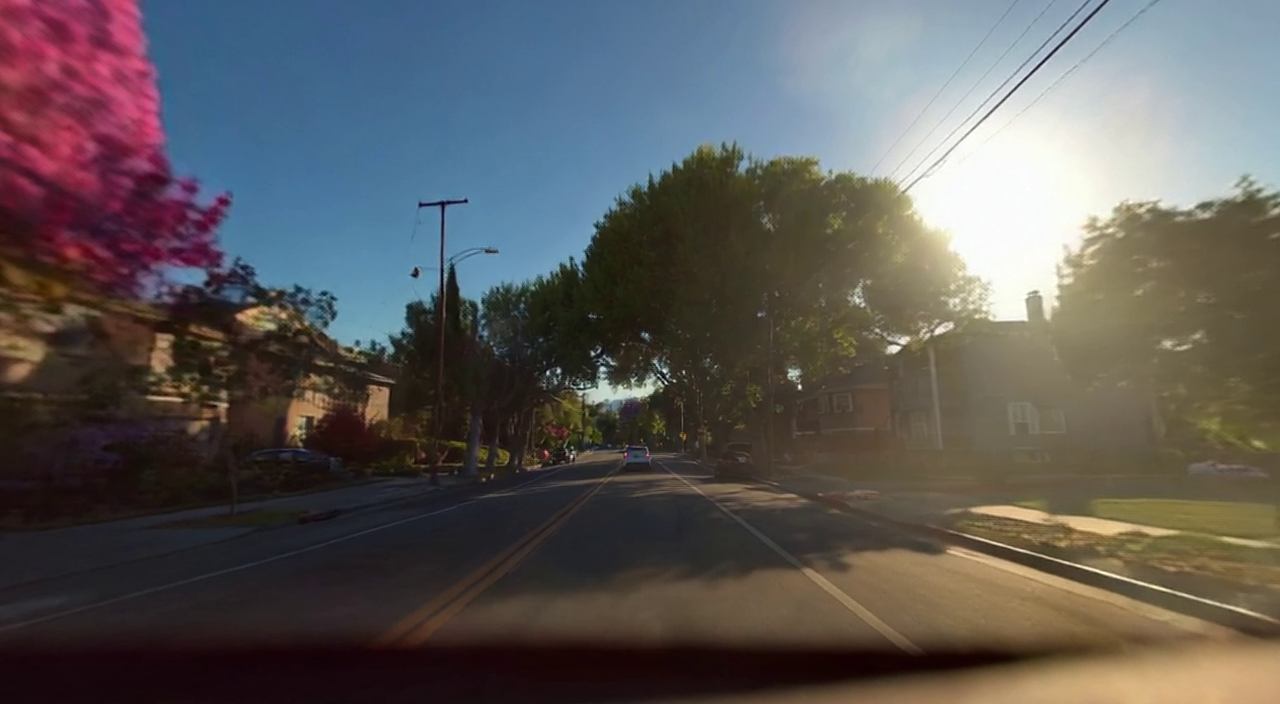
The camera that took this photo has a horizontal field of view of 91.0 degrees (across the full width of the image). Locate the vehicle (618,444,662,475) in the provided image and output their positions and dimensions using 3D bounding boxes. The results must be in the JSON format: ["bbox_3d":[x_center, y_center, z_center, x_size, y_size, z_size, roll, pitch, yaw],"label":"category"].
[{"bbox_3d":[-0.011,5.499,32.484,2.104,1.500,3.815,0,-8,0],"label":"vehicle"}]

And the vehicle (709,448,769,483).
[{"bbox_3d":[4.545,5.278,29.723,1.977,1.481,5.155,0,-8,0],"label":"vehicle"}]
